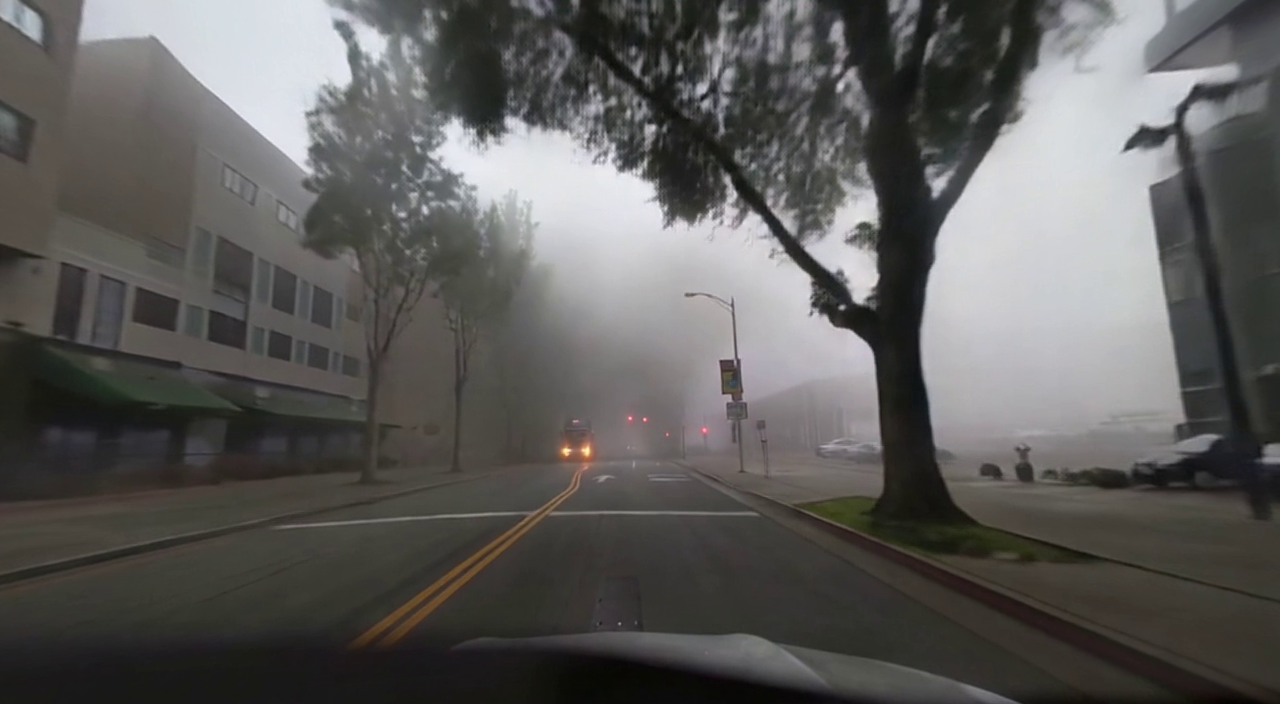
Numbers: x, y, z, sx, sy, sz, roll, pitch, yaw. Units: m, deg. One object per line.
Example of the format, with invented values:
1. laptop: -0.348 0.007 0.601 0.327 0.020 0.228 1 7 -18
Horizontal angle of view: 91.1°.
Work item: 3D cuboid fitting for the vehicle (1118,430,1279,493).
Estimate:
1. vehicle: 15.927 2.968 17.214 4.146 1.600 1.874 0 -9 -3
